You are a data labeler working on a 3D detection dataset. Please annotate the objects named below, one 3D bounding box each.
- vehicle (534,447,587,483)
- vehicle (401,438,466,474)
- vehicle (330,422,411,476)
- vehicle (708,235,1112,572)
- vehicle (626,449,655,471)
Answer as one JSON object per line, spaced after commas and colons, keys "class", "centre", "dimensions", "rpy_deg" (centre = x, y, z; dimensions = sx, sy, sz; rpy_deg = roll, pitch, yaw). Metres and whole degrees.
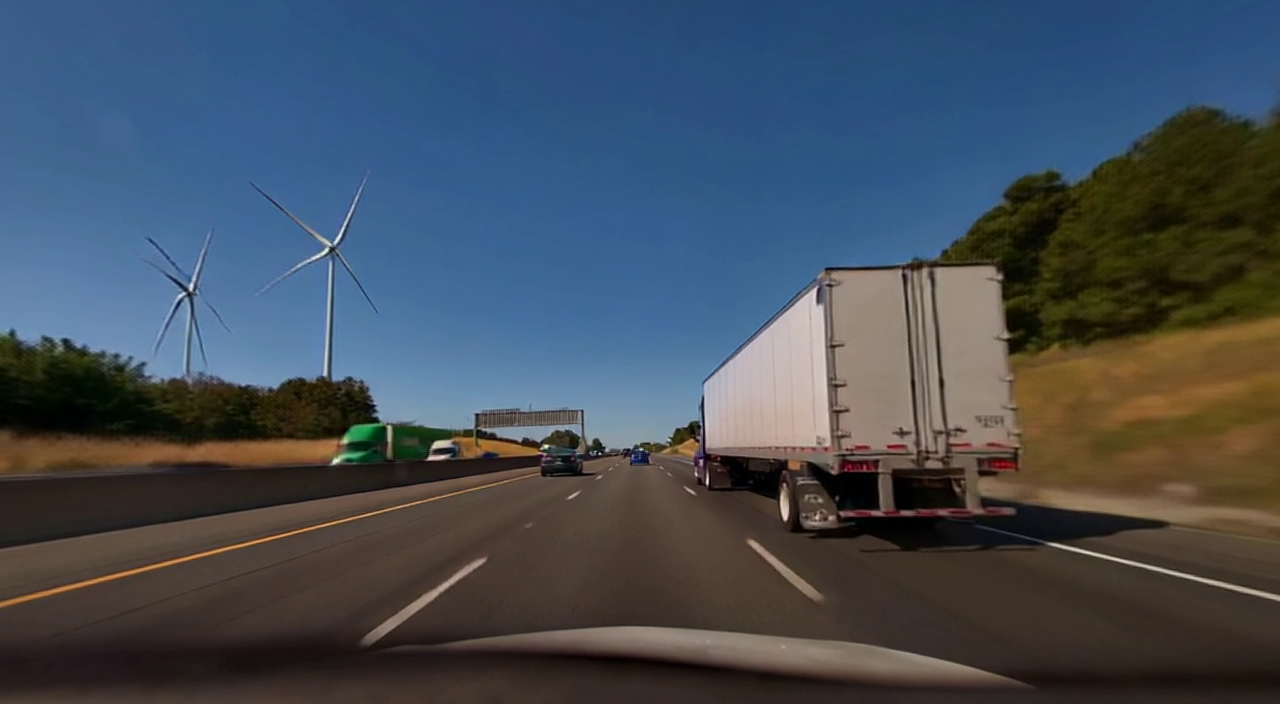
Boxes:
{"class": "vehicle", "centre": [-3.622, 5.221, 29.465], "dimensions": [1.952, 1.521, 4.095], "rpy_deg": [0, -9, 0]}
{"class": "vehicle", "centre": [-15.608, 7.896, 48.257], "dimensions": [2.615, 2.529, 6.897], "rpy_deg": [0, -9, 1]}
{"class": "vehicle", "centre": [-19.659, 7.134, 46.533], "dimensions": [3.082, 3.667, 6.615], "rpy_deg": [0, -9, -1]}
{"class": "vehicle", "centre": [3.836, 1.565, 14.189], "dimensions": [2.947, 3.989, 13.568], "rpy_deg": [0, -9, -1]}
{"class": "vehicle", "centre": [0.009, 7.416, 43.550], "dimensions": [1.931, 1.453, 3.695], "rpy_deg": [0, -9, -1]}
